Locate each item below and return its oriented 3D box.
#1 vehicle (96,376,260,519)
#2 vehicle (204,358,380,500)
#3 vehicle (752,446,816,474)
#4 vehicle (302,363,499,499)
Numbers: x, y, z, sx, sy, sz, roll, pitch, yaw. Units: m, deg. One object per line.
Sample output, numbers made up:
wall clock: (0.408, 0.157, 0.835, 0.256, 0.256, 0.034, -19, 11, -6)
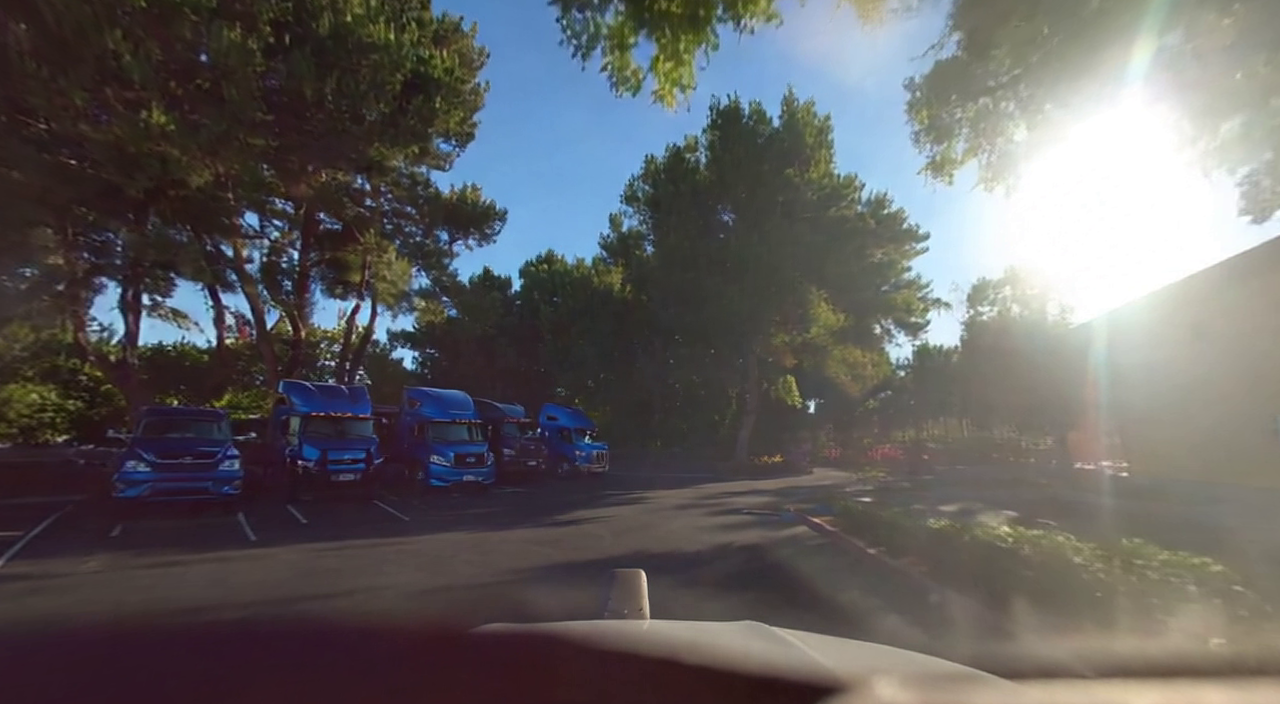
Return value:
vehicle: (-12.811, 2.602, 17.153, 2.674, 3.007, 7.819, 8, -12, -40)
vehicle: (-12.962, 2.932, 22.683, 3.038, 3.871, 11.512, 7, -12, -40)
vehicle: (8.083, 6.024, 35.310, 3.473, 1.506, 1.809, 8, -12, -44)
vehicle: (-9.757, 3.191, 24.331, 2.948, 4.069, 11.906, 7, -12, -41)
